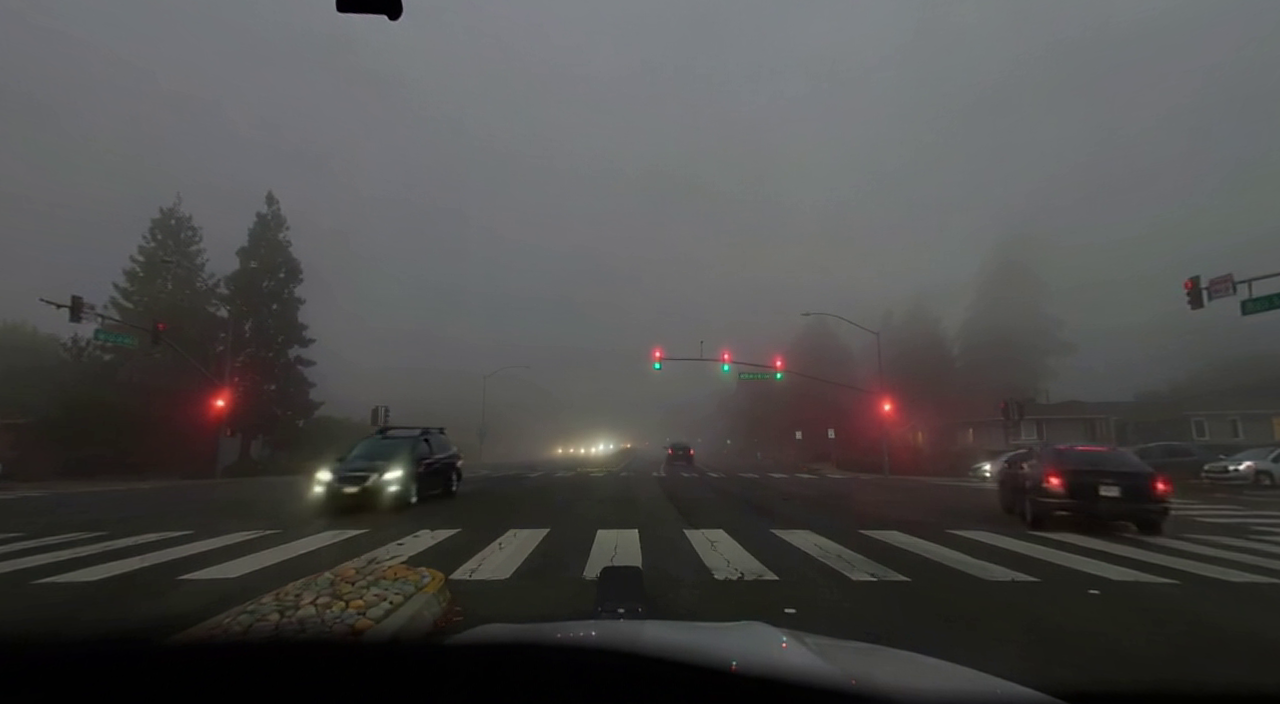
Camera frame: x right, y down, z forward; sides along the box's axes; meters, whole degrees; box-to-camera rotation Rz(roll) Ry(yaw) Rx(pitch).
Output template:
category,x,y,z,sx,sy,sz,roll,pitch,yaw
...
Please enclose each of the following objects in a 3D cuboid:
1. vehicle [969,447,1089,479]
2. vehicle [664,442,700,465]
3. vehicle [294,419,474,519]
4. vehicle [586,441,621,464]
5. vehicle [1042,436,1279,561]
category,x,y,z,sx,sy,sz,roll,pitch,yaw
vehicle,19.748,5.632,32.224,4.874,1.544,1.779,0,-9,1
vehicle,2.752,6.760,42.324,1.947,1.467,4.455,0,-9,-1
vehicle,-4.983,2.336,13.063,2.025,1.704,4.104,0,-9,-1
vehicle,-2.381,6.710,42.283,2.045,1.484,3.991,0,-9,0
vehicle,7.995,2.123,10.019,1.961,1.494,4.438,-4,-9,23
